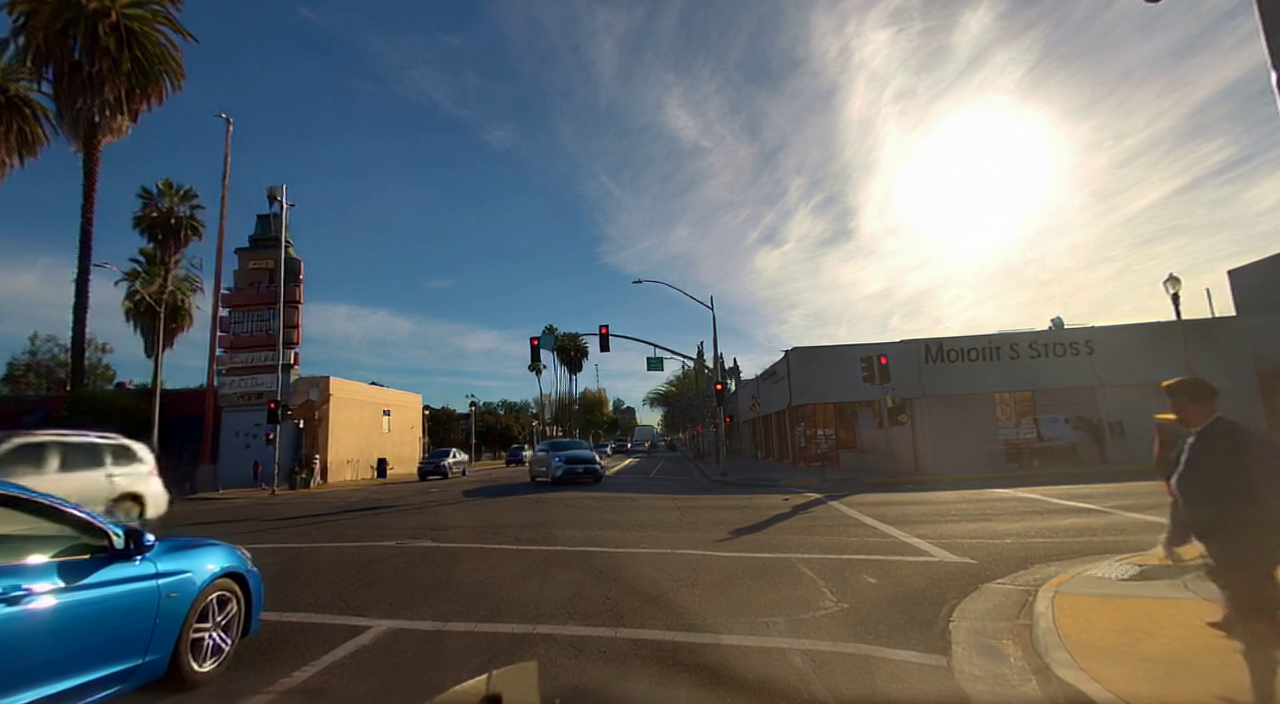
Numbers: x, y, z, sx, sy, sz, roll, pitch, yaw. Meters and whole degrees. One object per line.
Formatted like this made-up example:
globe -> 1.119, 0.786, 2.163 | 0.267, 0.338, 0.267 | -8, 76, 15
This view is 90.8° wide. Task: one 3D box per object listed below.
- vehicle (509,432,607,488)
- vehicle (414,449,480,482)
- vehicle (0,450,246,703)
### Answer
vehicle -> -3.014, 3.753, 22.248 | 2.092, 1.709, 4.775 | 4, -9, -24
vehicle -> -11.688, 6.861, 38.521 | 1.870, 1.705, 4.426 | -7, -10, 11
vehicle -> -3.704, 1.023, 2.243 | 1.850, 1.325, 4.295 | 0, -9, 0
